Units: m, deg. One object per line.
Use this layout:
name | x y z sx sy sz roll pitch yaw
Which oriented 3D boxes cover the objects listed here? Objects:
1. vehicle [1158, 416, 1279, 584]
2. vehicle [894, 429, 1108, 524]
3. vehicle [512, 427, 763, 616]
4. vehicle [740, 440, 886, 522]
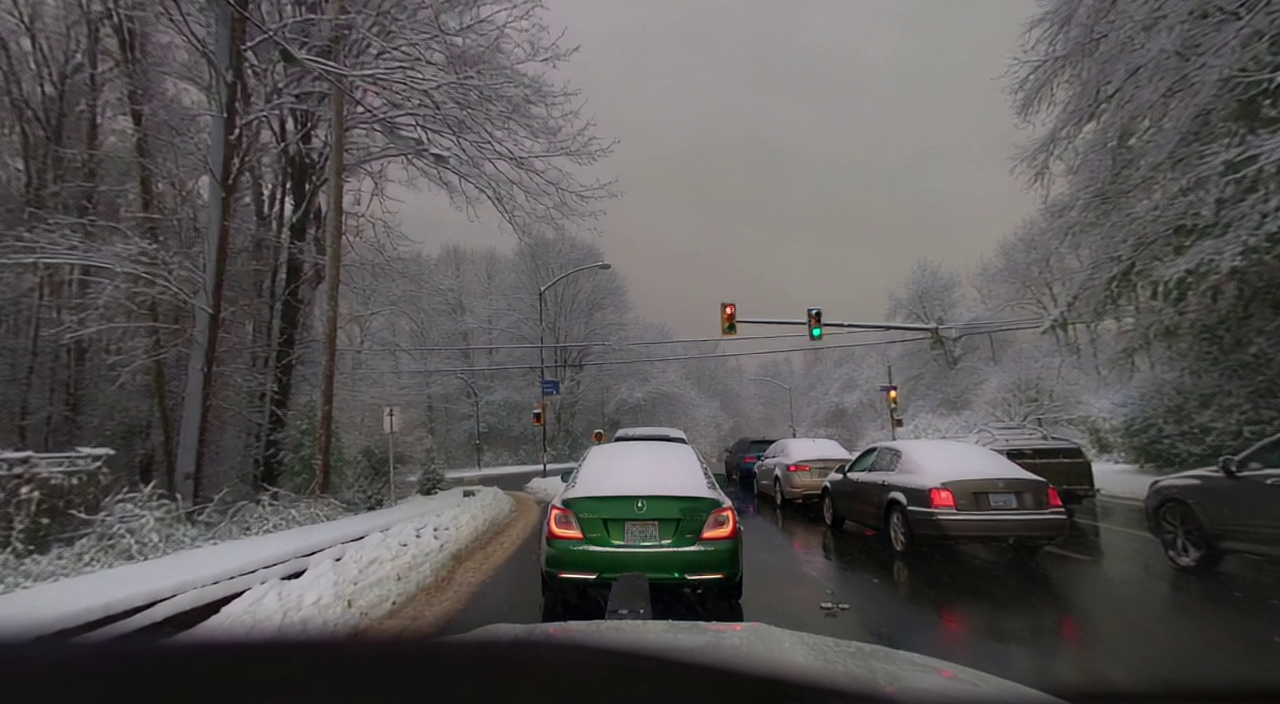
vehicle | 6.941 1.333 5.560 1.783 1.572 3.421 0 -9 1
vehicle | 7.022 2.465 12.897 1.923 1.611 4.094 0 -9 0
vehicle | 0.007 1.678 7.101 2.015 1.502 3.898 0 -9 1
vehicle | 3.527 2.721 13.823 1.934 1.494 4.446 0 -9 0
